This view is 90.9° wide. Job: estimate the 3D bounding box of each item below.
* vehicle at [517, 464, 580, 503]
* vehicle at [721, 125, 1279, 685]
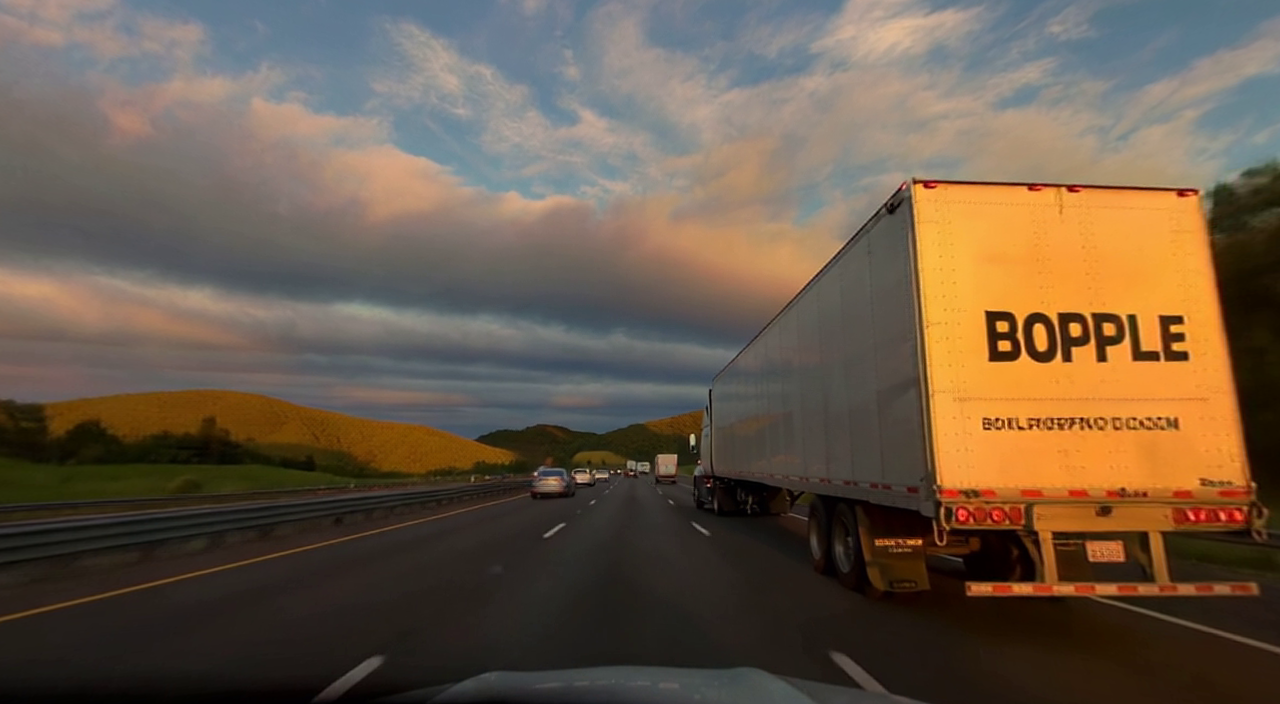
[{"bbox_3d":[-4.062,5.971,28.818,2.088,1.566,4.853,1,-11,1],"label":"vehicle"},{"bbox_3d":[3.828,1.534,11.479,2.839,4.062,14.051,1,-11,0],"label":"vehicle"}]
